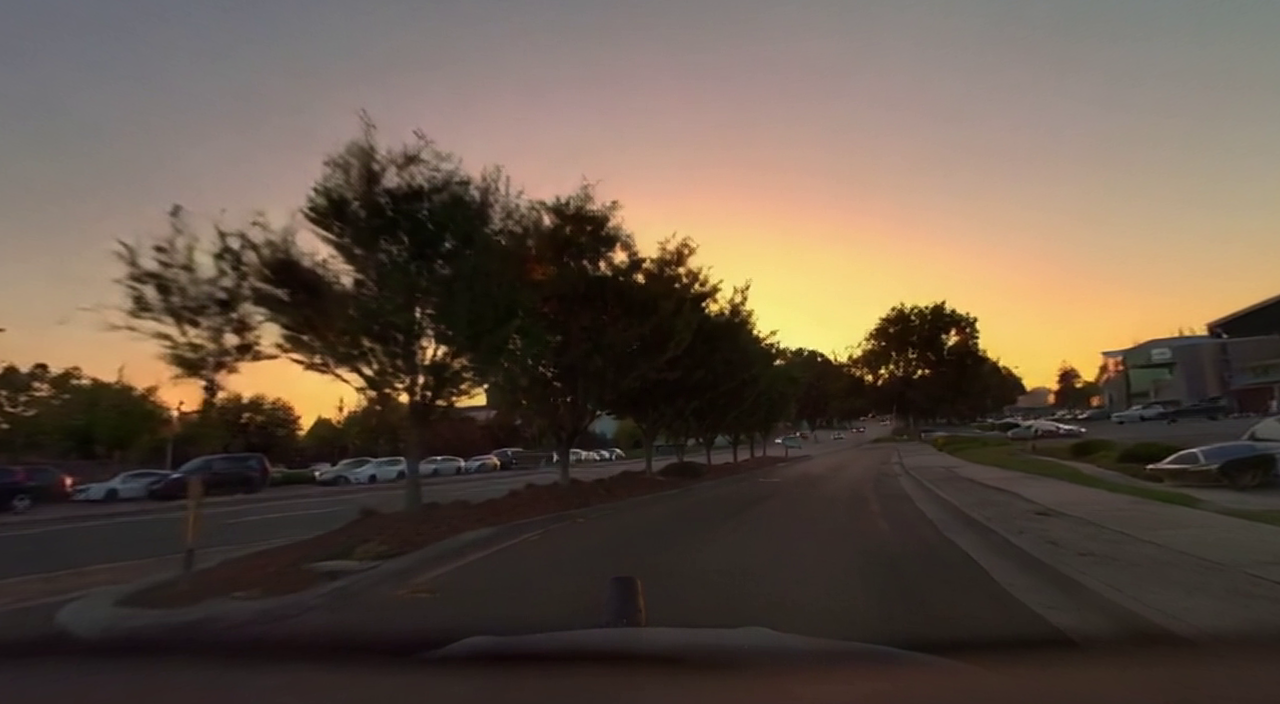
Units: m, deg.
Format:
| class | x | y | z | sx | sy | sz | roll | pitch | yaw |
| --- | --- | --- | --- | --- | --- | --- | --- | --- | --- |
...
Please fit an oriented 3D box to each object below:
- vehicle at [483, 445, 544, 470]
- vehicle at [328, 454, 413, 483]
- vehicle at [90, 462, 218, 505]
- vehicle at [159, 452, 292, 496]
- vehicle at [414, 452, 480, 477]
| class | x | y | z | sx | sy | sz | roll | pitch | yaw |
| --- | --- | --- | --- | --- | --- | --- | --- | --- | --- |
| vehicle | -9.840 | 8.339 | 49.510 | 1.967 | 1.683 | 5.223 | -10 | -13 | 22 |
| vehicle | -15.368 | 6.651 | 36.192 | 1.832 | 1.473 | 4.377 | -4 | -9 | 23 |
| vehicle | -24.632 | 6.624 | 32.164 | 2.123 | 1.897 | 4.580 | -4 | -9 | 21 |
| vehicle | -18.772 | 5.509 | 28.811 | 1.969 | 1.758 | 4.662 | -4 | -9 | 22 |
| vehicle | -12.934 | 7.527 | 42.383 | 1.851 | 1.450 | 4.396 | -10 | -12 | 21 |
